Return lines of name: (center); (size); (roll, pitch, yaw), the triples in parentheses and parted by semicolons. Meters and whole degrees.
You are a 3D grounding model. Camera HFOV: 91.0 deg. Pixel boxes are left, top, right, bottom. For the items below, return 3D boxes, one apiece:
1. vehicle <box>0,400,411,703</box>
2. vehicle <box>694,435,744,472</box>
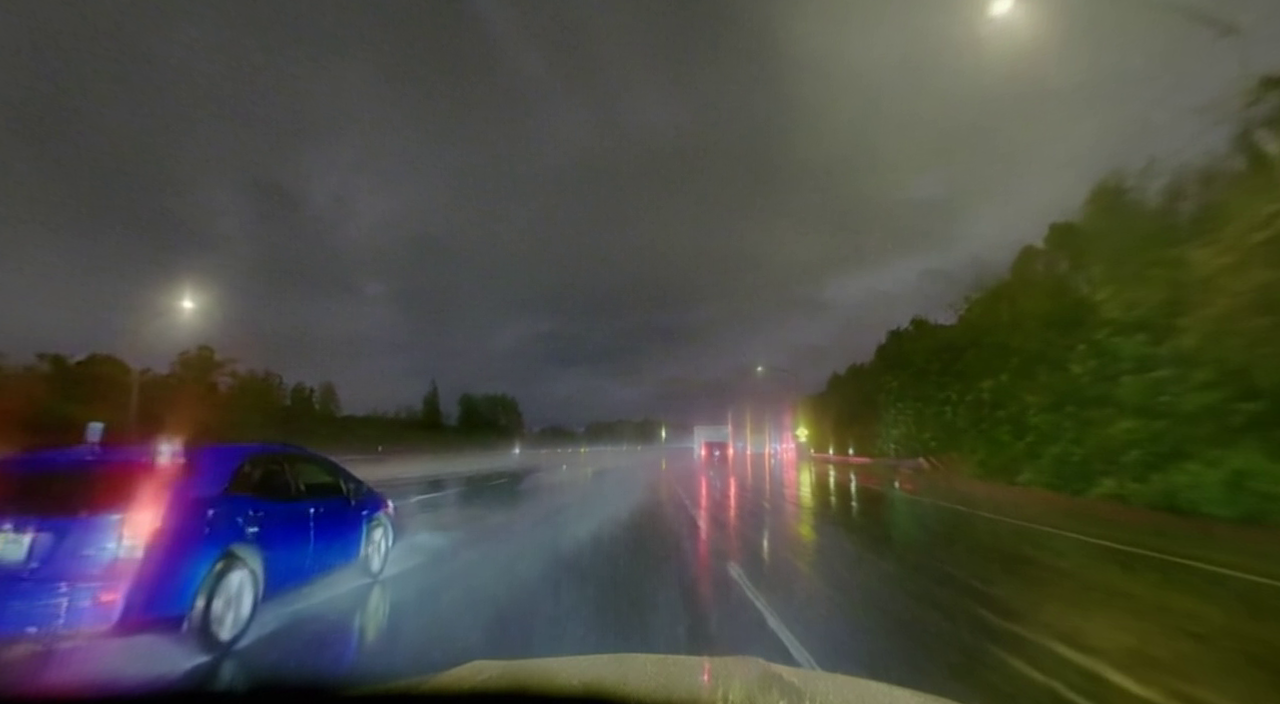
vehicle: (-3.511, 1.268, 4.624); (1.937, 1.490, 4.372); (0, -9, 1)
vehicle: (4.150, 5.409, 33.673); (2.225, 1.833, 4.340); (-1, -9, 2)
